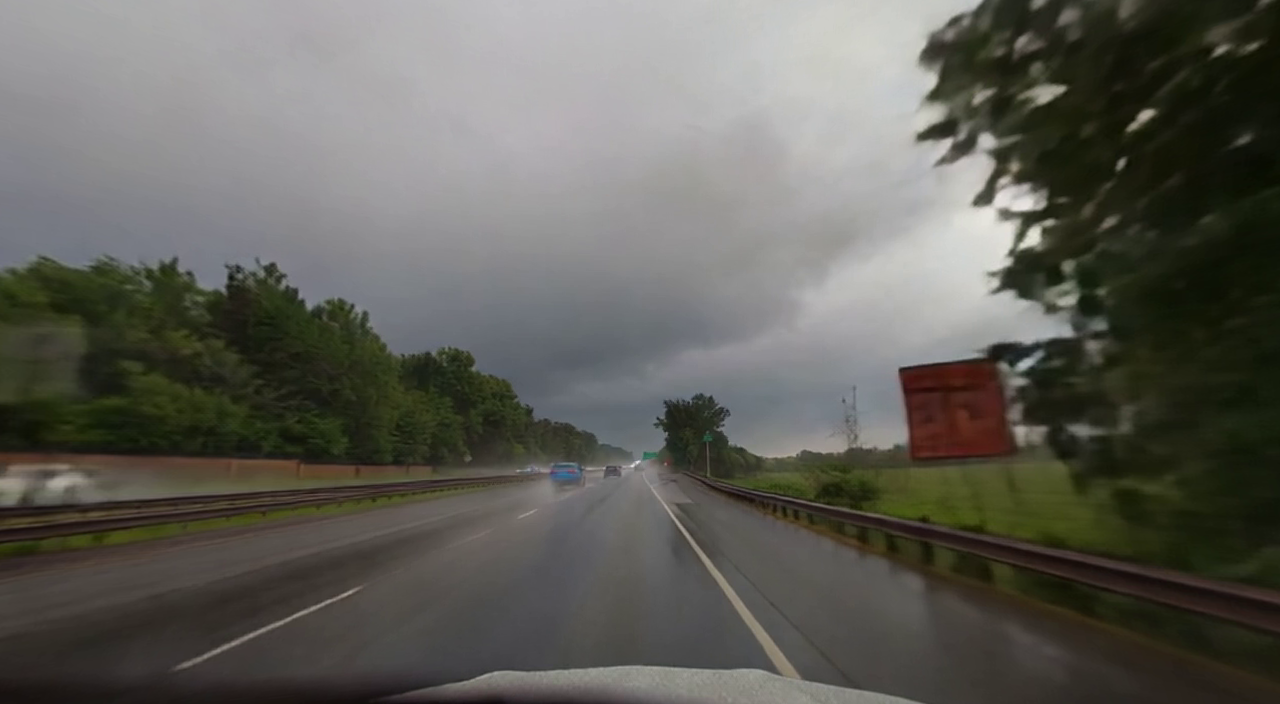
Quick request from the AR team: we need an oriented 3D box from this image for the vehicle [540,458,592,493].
[{"bbox_3d":[-3.724,6.343,32.431,2.042,1.629,4.276,1,-10,1],"label":"vehicle"}]
